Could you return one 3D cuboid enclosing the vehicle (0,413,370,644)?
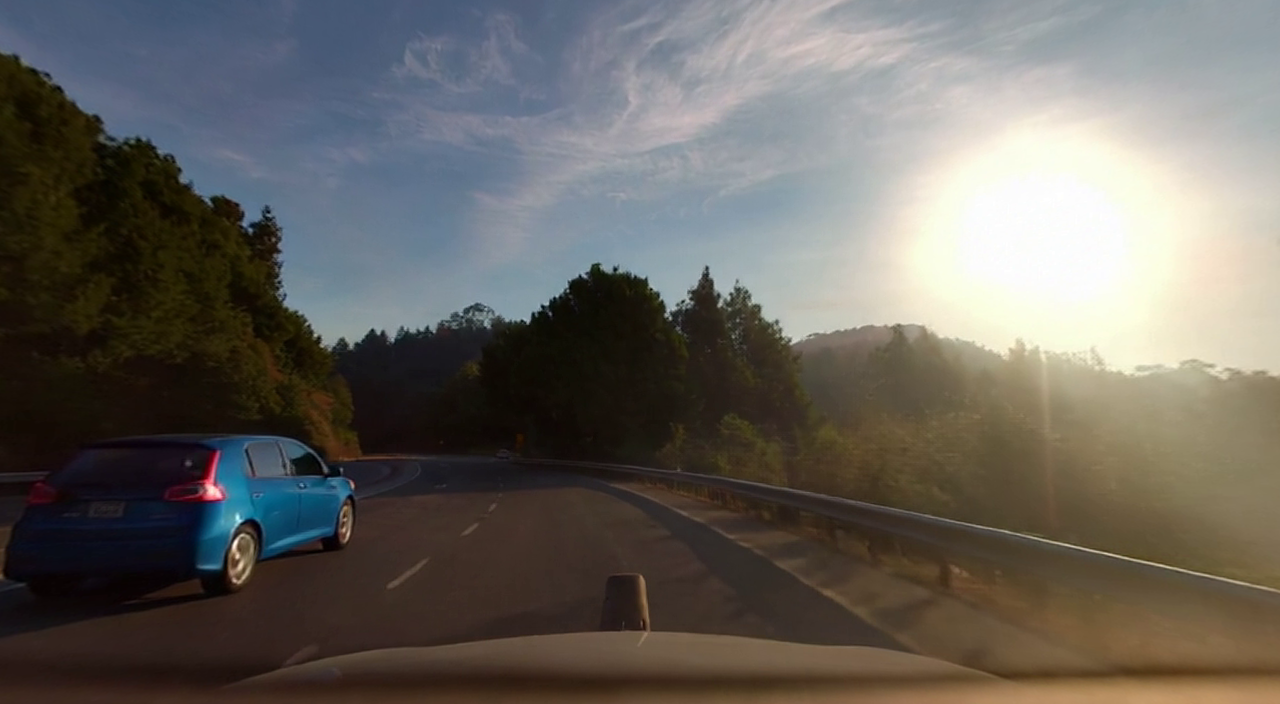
[{"bbox_3d":[-4.631,1.559,6.473,2.078,1.607,3.959,0,-9,-3],"label":"vehicle"}]
